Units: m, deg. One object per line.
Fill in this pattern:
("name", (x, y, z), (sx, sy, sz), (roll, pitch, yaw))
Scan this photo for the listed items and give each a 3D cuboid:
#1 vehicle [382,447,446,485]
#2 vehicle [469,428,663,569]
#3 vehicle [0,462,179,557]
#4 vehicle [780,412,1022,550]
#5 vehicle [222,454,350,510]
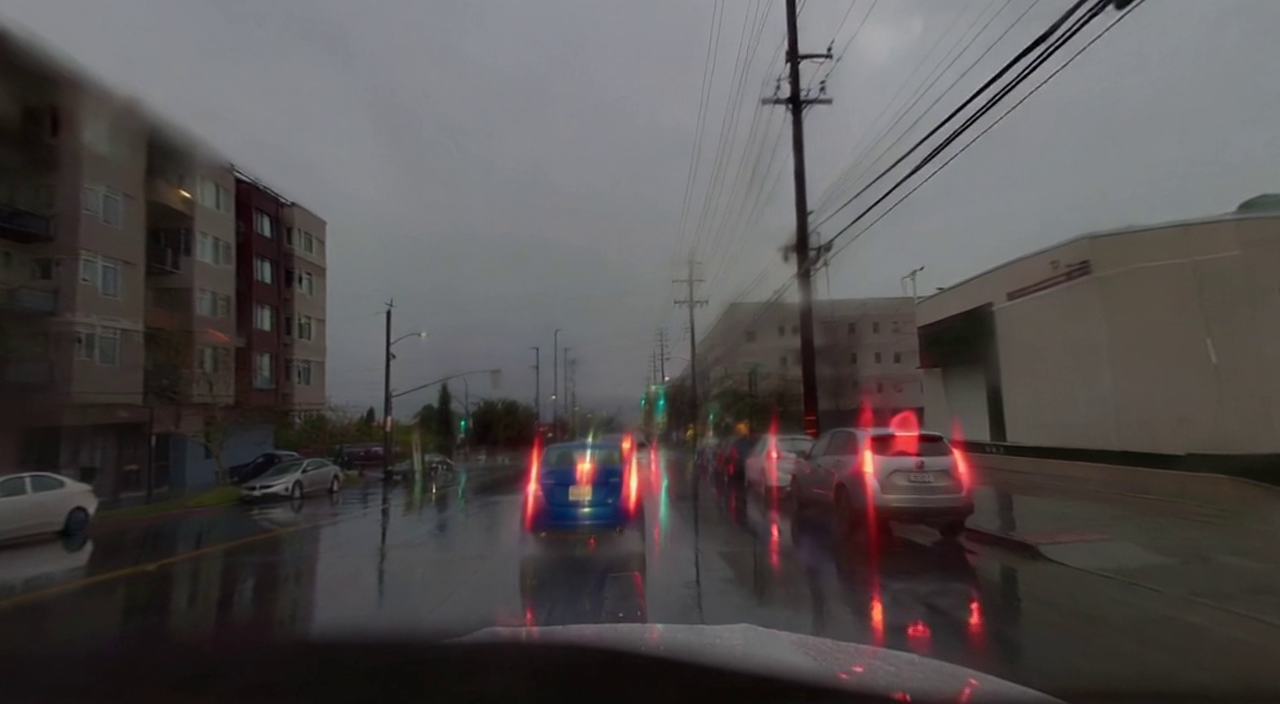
("vehicle", (-11.897, 5.984, 33.556), (2.011, 1.687, 4.079), (-5, -8, -3))
("vehicle", (-0.783, 1.871, 8.948), (2.019, 1.453, 4.603), (0, -8, 0))
("vehicle", (-11.883, 3.072, 12.627), (1.850, 1.487, 4.711), (-3, -8, -1))
("vehicle", (3.788, 1.952, 10.227), (1.967, 1.721, 4.410), (0, -8, -1))
("vehicle", (-11.907, 4.361, 21.640), (1.868, 1.491, 4.367), (-4, -9, 1))
